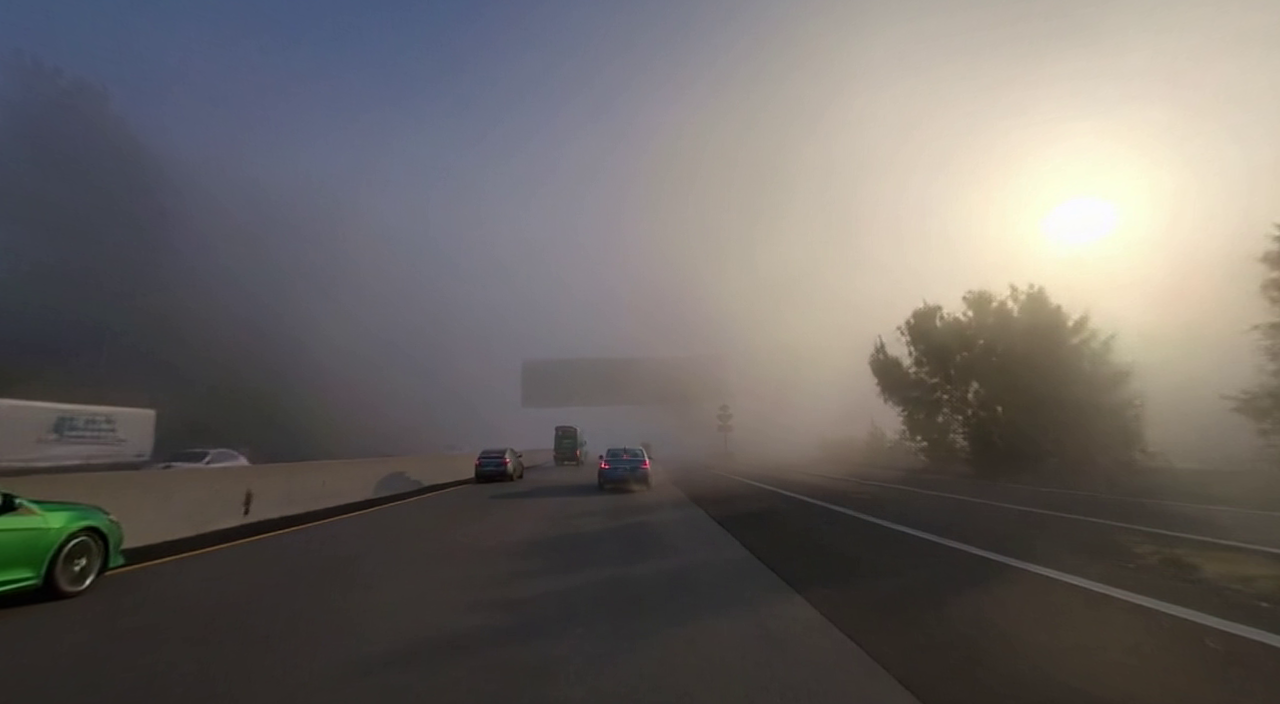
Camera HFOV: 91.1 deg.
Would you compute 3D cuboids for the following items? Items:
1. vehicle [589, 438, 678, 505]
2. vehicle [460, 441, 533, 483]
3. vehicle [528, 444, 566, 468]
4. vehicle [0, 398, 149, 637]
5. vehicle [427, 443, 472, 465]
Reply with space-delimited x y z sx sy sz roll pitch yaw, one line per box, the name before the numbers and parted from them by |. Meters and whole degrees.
vehicle | -0.182 2.892 15.578 1.940 1.451 3.512 0 -9 -1
vehicle | -5.509 4.263 24.667 1.892 1.481 4.180 0 -9 -1
vehicle | -5.809 6.549 39.720 1.814 1.417 3.860 0 -9 0
vehicle | -5.398 1.019 3.511 2.058 1.626 4.118 0 -9 -2
vehicle | -14.645 7.850 48.616 2.121 1.609 4.678 0 -9 -1
